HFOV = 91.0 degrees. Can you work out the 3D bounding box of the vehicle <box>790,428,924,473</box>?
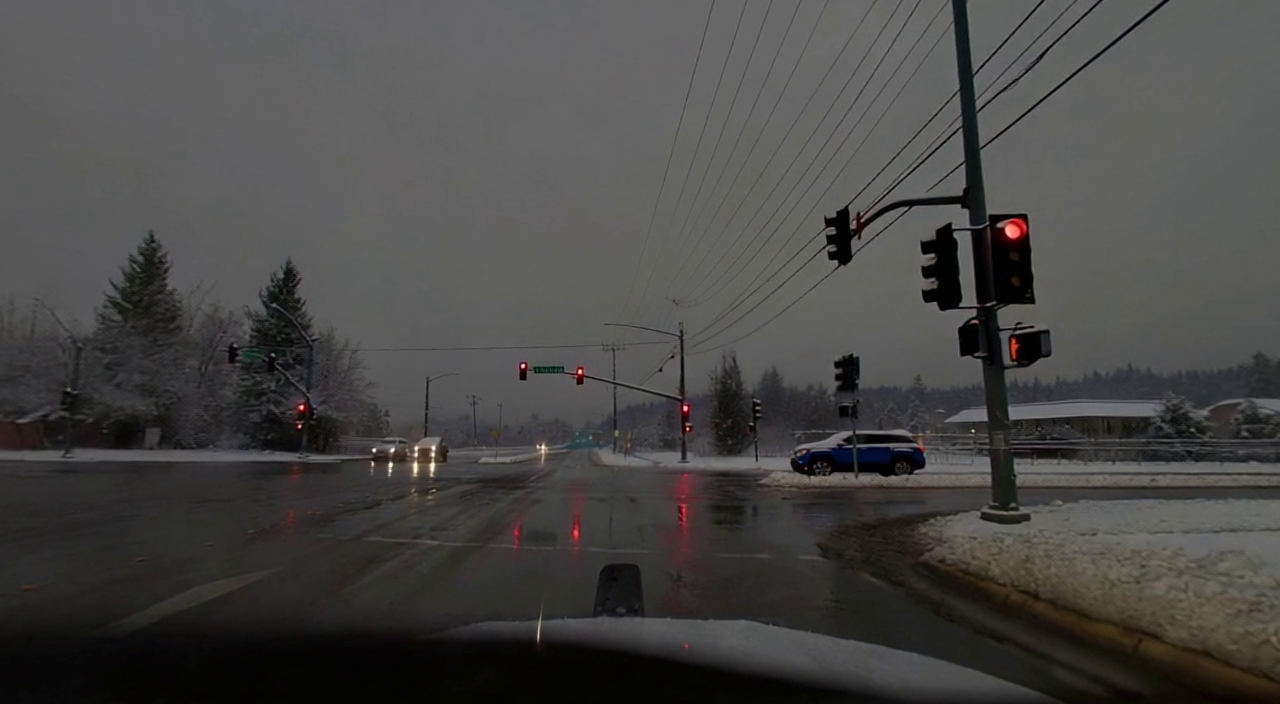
[{"bbox_3d":[8.699,4.021,25.727,4.884,1.714,2.021,-2,-9,12],"label":"vehicle"}]
